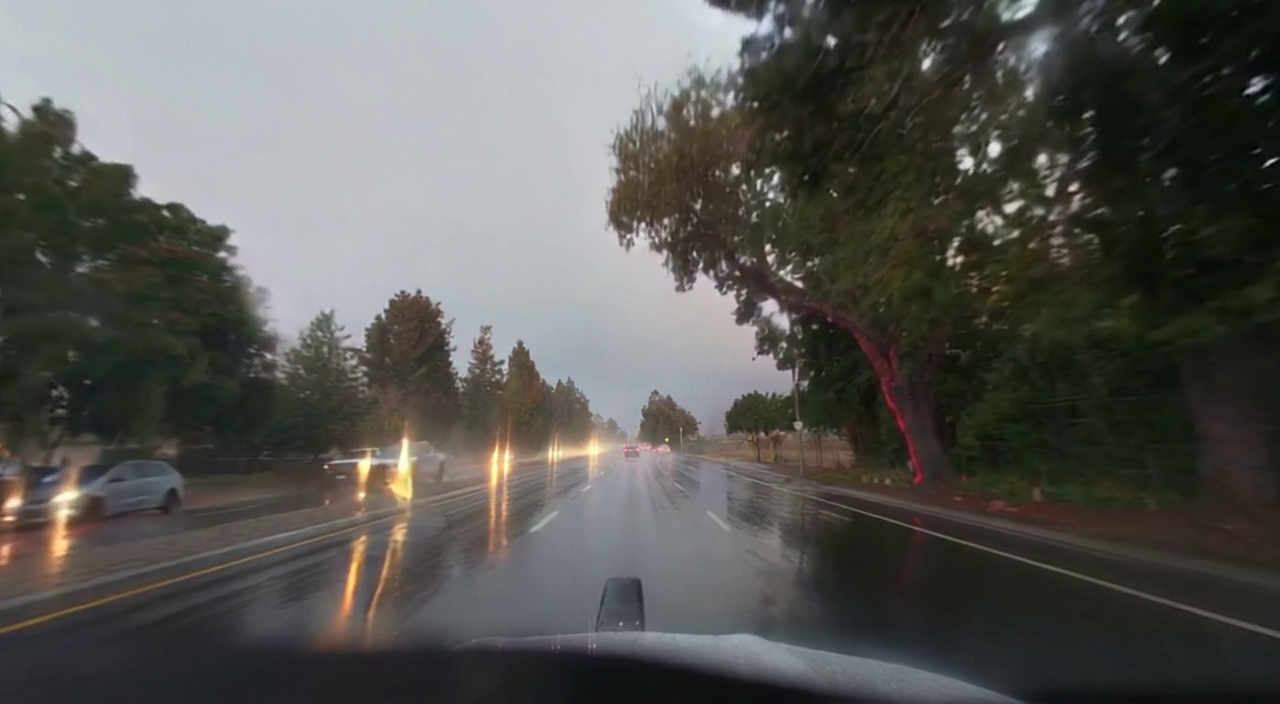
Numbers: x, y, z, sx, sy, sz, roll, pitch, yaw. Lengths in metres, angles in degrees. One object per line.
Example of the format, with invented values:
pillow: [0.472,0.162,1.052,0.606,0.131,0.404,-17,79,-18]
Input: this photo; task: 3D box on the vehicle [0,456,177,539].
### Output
vehicle: [-14.491,3.644,16.301,2.054,1.630,4.211,-4,-7,-3]

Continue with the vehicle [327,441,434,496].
vehicle: [-9.958,4.491,24.810,2.110,1.811,5.190,-2,-9,-1]
